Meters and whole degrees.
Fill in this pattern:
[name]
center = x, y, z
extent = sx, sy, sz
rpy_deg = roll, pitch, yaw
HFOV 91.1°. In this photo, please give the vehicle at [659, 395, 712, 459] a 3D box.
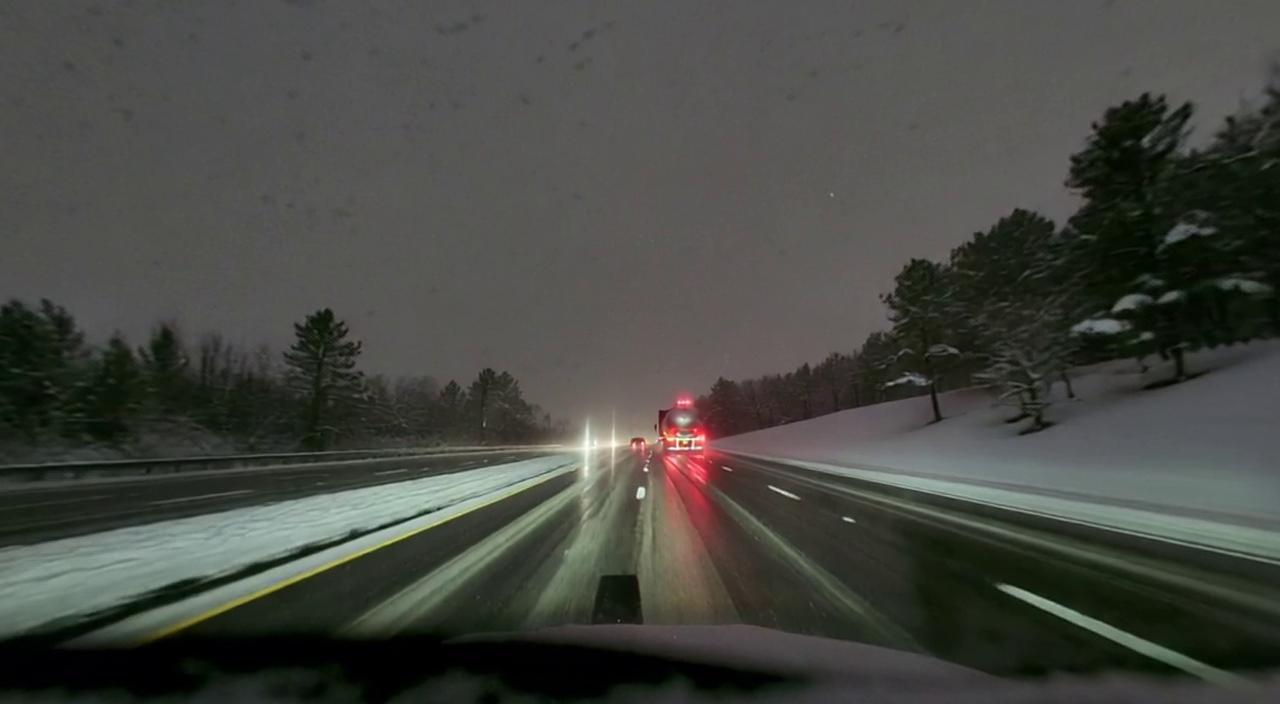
[vehicle]
center = 2.884, 5.263, 43.265
extent = 2.946, 3.745, 11.516
rpy_deg = -1, -8, 1
